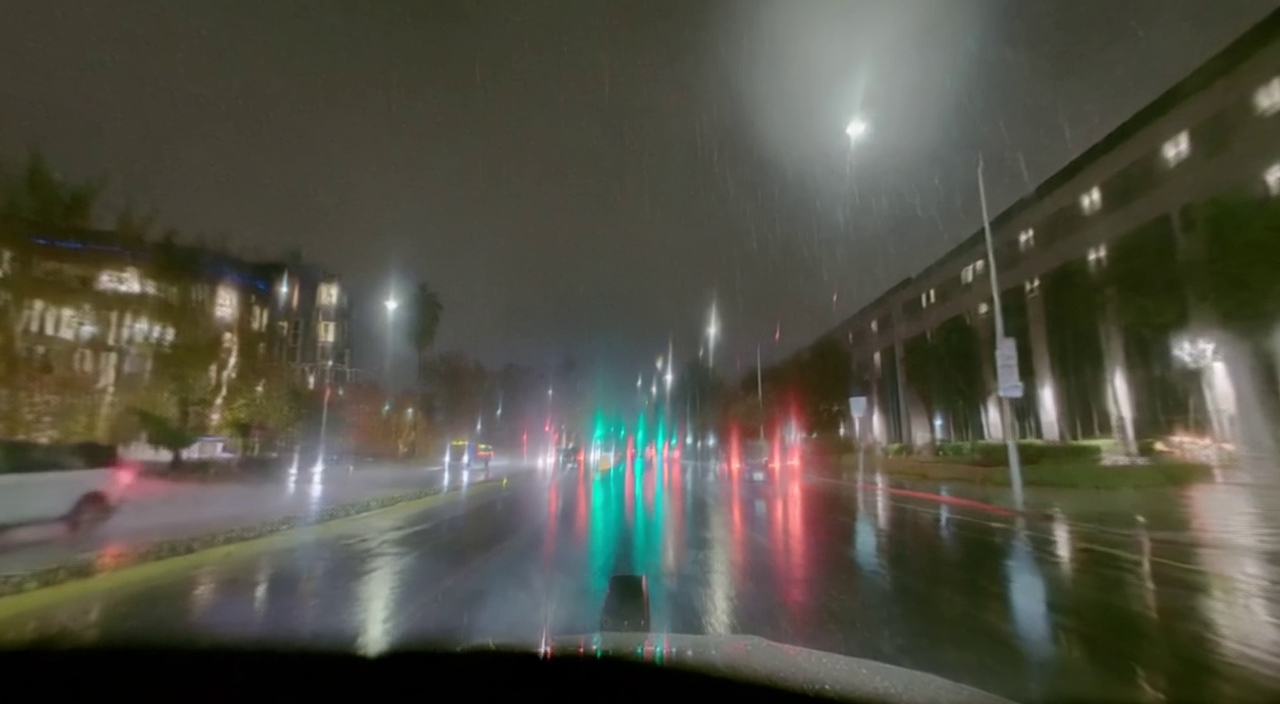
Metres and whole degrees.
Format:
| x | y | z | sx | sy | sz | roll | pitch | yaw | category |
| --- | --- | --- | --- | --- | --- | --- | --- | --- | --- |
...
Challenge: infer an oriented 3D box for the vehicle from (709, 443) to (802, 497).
| x | y | z | sx | sy | sz | roll | pitch | yaw | category |
| --- | --- | --- | --- | --- | --- | --- | --- | --- | --- |
| 3.475 | 3.640 | 19.931 | 1.990 | 1.486 | 4.431 | 0 | -9 | -2 | vehicle |

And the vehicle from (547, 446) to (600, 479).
| x | y | z | sx | sy | sz | roll | pitch | yaw | category |
| --- | --- | --- | --- | --- | --- | --- | --- | --- | --- |
| -3.155 | 5.358 | 30.849 | 2.082 | 1.467 | 4.379 | 0 | -9 | 0 | vehicle |

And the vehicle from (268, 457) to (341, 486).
| x | y | z | sx | sy | sz | roll | pitch | yaw | category |
| --- | --- | --- | --- | --- | --- | --- | --- | --- | --- |
| -19.061 | 6.785 | 36.048 | 1.924 | 1.493 | 4.006 | 0 | -9 | 0 | vehicle |

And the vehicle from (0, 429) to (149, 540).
| x | y | z | sx | sy | sz | roll | pitch | yaw | category |
| --- | --- | --- | --- | --- | --- | --- | --- | --- | --- |
| -12.422 | 2.397 | 11.441 | 2.296 | 1.941 | 5.816 | -1 | -9 | 0 | vehicle |

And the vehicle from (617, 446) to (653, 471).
| x | y | z | sx | sy | sz | roll | pitch | yaw | category |
| --- | --- | --- | --- | --- | --- | --- | --- | --- | --- |
| -0.320 | 6.676 | 39.696 | 2.101 | 1.480 | 3.929 | 0 | -9 | -1 | vehicle |

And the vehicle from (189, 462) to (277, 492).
| x | y | z | sx | sy | sz | roll | pitch | yaw | category |
| --- | --- | --- | --- | --- | --- | --- | --- | --- | --- |
| -22.565 | 6.928 | 35.193 | 1.801 | 1.467 | 4.723 | 0 | -9 | 0 | vehicle |
